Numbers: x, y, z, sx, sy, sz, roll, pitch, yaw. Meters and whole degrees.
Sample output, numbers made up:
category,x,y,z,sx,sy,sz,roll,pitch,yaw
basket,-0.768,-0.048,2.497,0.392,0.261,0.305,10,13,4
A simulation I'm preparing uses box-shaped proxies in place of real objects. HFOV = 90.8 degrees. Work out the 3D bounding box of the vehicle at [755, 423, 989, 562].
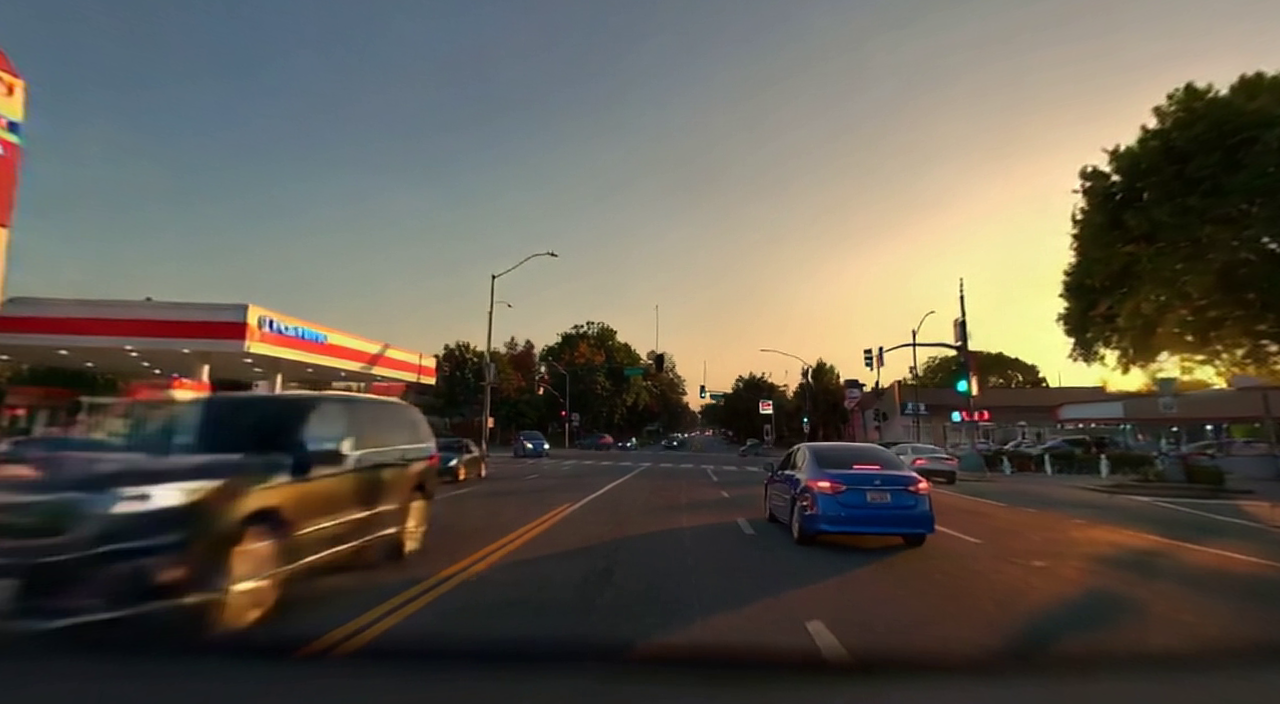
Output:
category,x,y,z,sx,sy,sz,roll,pitch,yaw
vehicle,2.984,1.886,9.299,1.995,1.525,4.392,-1,-8,3

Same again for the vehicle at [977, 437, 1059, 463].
category,x,y,z,sx,sy,sz,roll,pitch,yaw
vehicle,25.595,6.631,42.964,4.562,1.676,1.819,-5,-10,29

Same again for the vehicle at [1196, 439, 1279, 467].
category,x,y,z,sx,sy,sz,roll,pitch,yaw
vehicle,36.716,6.044,37.851,4.568,1.643,1.911,-3,-9,18

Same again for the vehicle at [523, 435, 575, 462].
category,x,y,z,sx,sy,sz,roll,pitch,yaw
vehicle,-6.387,6.679,43.847,2.196,1.696,4.484,4,-9,-27

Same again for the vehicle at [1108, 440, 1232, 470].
category,x,y,z,sx,sy,sz,roll,pitch,yaw
vehicle,27.195,5.289,32.618,4.510,1.483,1.774,-4,-9,24

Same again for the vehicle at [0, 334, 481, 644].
category,x,y,z,sx,sy,sz,roll,pitch,yaw
vehicle,-3.645,1.227,6.655,2.334,1.966,5.056,-1,-8,3
